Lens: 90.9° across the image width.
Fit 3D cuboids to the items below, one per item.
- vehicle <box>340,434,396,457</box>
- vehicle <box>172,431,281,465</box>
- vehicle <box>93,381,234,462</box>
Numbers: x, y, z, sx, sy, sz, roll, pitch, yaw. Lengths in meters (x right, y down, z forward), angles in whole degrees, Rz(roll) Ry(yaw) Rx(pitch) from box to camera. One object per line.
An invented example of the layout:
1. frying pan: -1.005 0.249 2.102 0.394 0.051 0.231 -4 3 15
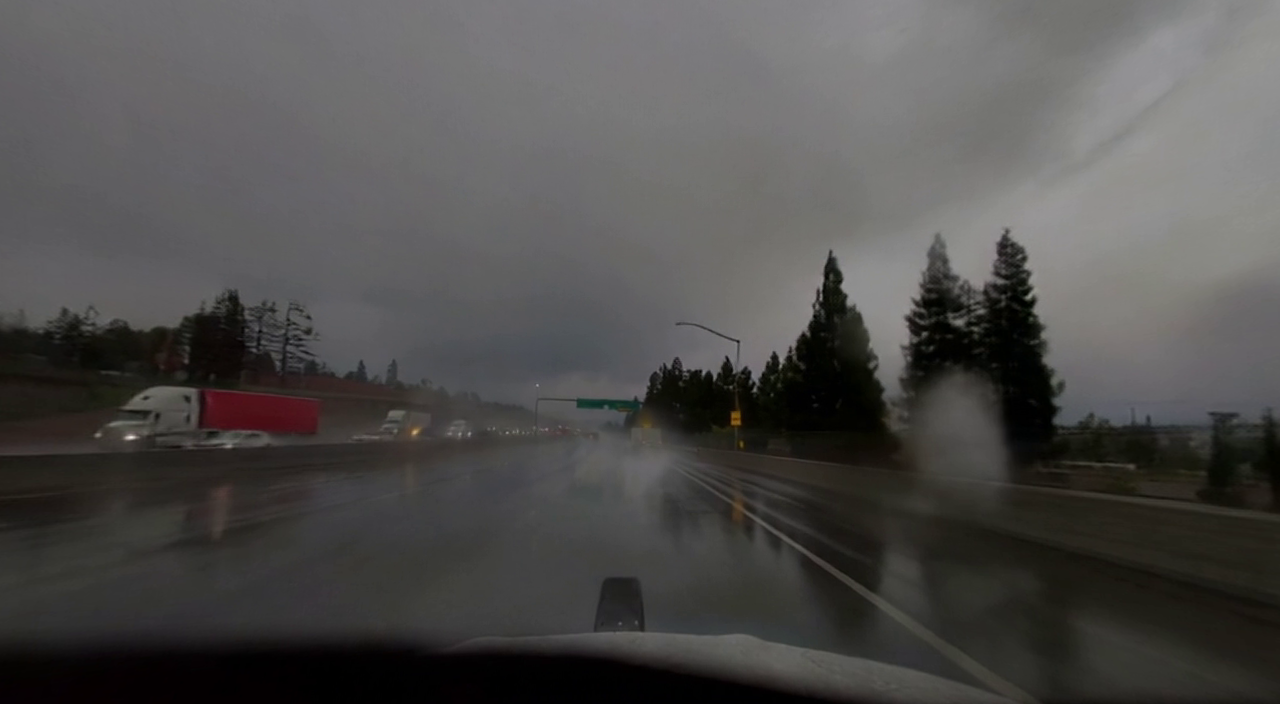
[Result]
1. vehicle: -18.189 6.263 42.347 1.886 1.449 4.405 0 -8 -1
2. vehicle: -18.239 4.250 28.118 1.982 1.414 4.336 0 -8 -1
3. vehicle: -25.672 3.846 34.395 2.991 3.997 5.882 0 -8 -2
